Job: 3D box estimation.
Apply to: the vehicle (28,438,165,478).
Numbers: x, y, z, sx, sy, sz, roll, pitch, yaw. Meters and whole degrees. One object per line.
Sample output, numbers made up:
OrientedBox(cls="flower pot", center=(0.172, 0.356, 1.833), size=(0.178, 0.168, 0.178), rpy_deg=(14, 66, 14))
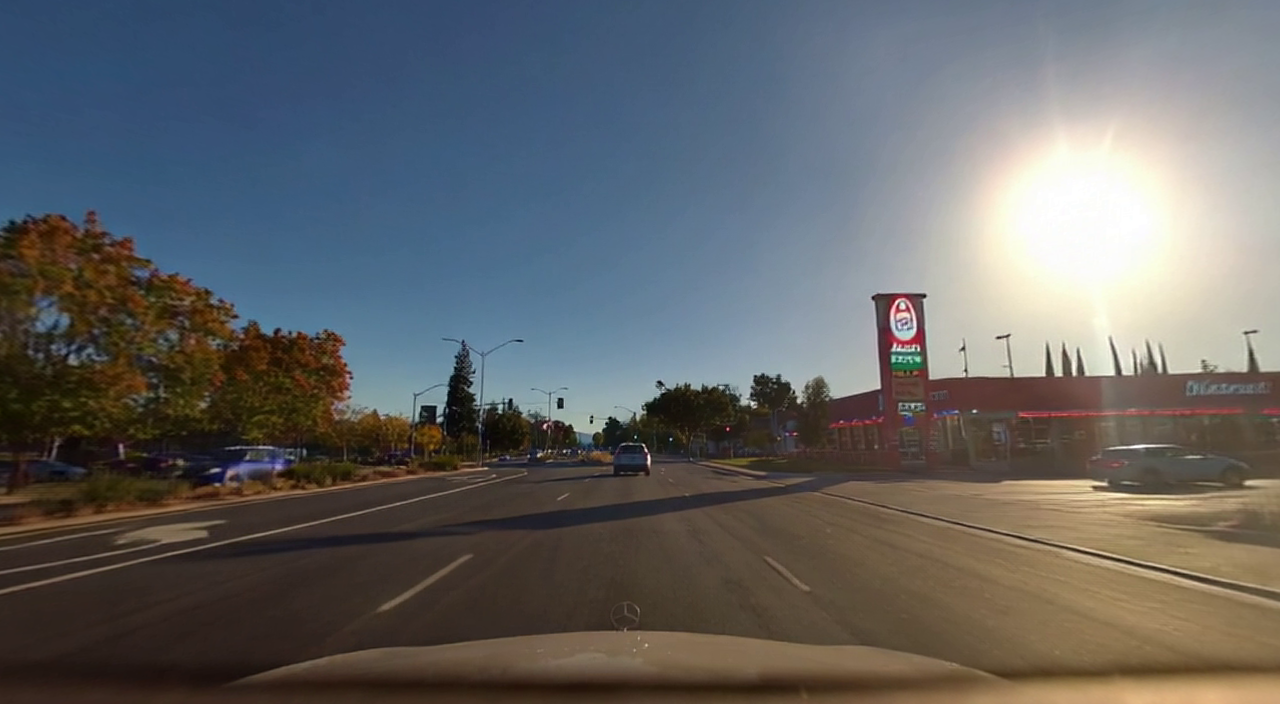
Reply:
OrientedBox(cls="vehicle", center=(-33.006, 6.457, 38.620), size=(5.508, 2.313, 2.818), rpy_deg=(2, -9, -14))

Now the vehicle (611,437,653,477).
OrientedBox(cls="vehicle", center=(-0.396, 5.617, 34.008), size=(2.096, 1.961, 4.259), rpy_deg=(0, -9, 0))

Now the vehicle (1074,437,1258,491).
OrientedBox(cls="vehicle", center=(16.120, 3.455, 19.510), size=(4.026, 1.463, 1.826), rpy_deg=(-1, -10, -2))

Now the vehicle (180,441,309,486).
OrientedBox(cls="vehicle", center=(-20.083, 5.671, 32.581), size=(2.492, 2.083, 6.312), rpy_deg=(0, -9, 0))

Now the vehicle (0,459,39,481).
OrientedBox(cls="vehicle", center=(-45.556, 8.384, 44.994), size=(1.750, 1.432, 3.827), rpy_deg=(0, -9, -1))
